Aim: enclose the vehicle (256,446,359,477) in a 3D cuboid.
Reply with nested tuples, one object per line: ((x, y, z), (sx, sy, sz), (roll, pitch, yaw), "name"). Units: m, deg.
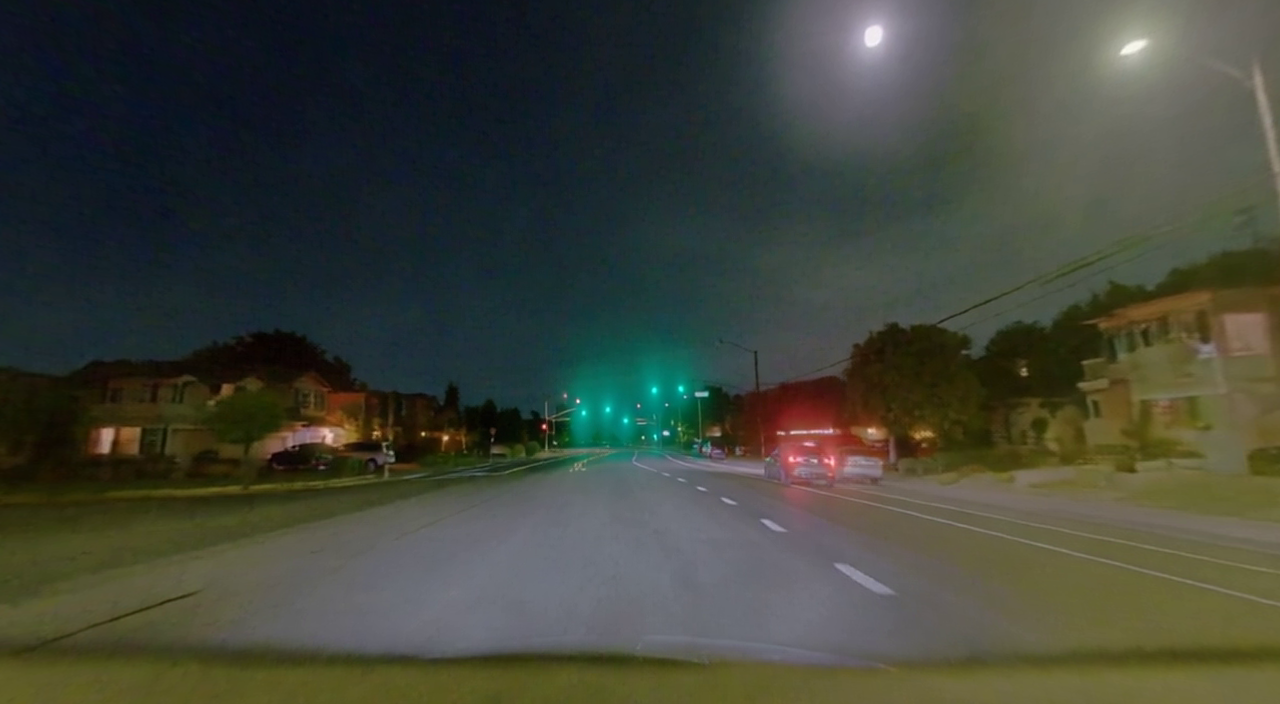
((-18.261, 6.028, 34.825), (4.598, 1.445, 1.973), (-2, -9, -1), "vehicle")

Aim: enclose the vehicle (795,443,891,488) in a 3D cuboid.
((7.607, 4.269, 24.203), (1.951, 1.528, 4.366), (1, -8, -5), "vehicle")

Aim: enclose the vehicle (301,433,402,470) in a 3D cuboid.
((-18.433, 6.430, 40.638), (5.096, 2.070, 2.687), (2, -10, 1), "vehicle")

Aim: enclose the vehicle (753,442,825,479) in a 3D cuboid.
((7.059, 5.142, 30.392), (1.934, 1.504, 4.928), (4, -9, -4), "vehicle")
